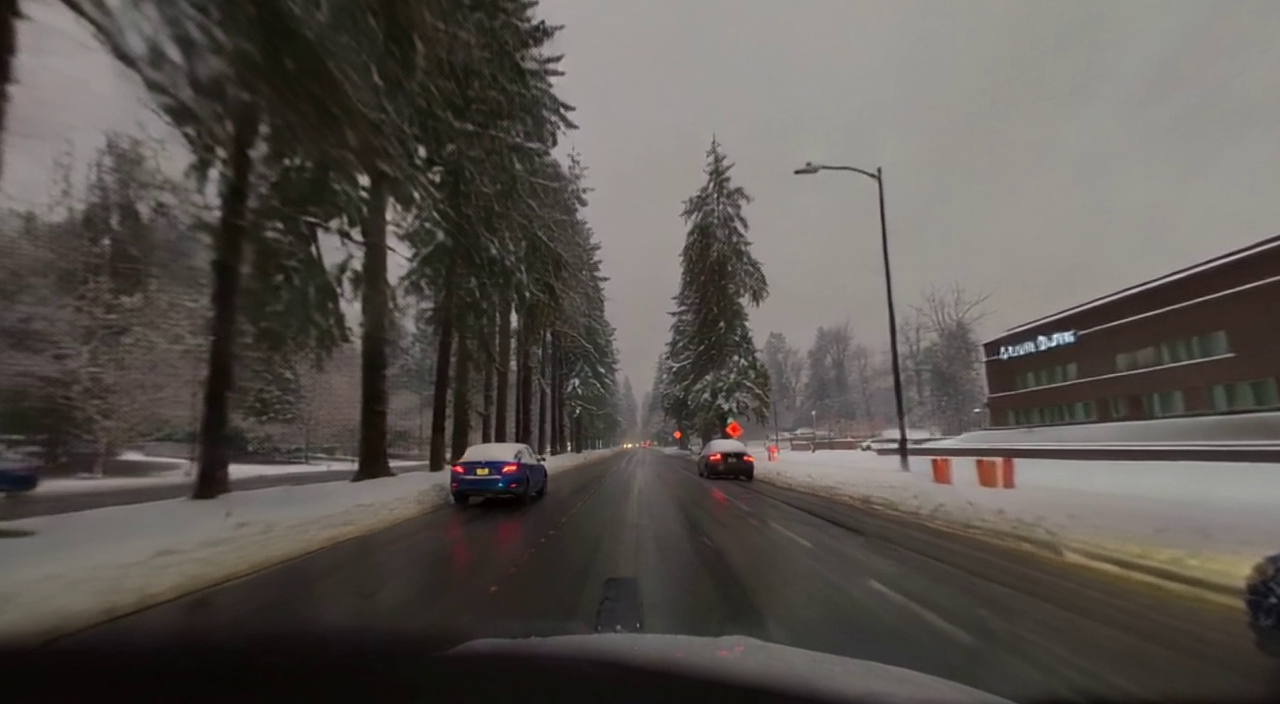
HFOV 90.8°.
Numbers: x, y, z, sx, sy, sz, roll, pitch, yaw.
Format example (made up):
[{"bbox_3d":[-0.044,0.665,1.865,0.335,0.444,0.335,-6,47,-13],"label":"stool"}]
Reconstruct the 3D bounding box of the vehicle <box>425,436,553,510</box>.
[{"bbox_3d":[-3.332,2.759,14.883,2.020,1.474,4.098,0,-9,0],"label":"vehicle"}]

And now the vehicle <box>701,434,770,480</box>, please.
[{"bbox_3d":[4.074,4.567,27.717,2.159,1.793,4.735,0,-9,-1],"label":"vehicle"}]

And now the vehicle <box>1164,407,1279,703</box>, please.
[{"bbox_3d":[4.015,0.823,1.770,1.827,1.491,3.743,0,-9,0],"label":"vehicle"}]
